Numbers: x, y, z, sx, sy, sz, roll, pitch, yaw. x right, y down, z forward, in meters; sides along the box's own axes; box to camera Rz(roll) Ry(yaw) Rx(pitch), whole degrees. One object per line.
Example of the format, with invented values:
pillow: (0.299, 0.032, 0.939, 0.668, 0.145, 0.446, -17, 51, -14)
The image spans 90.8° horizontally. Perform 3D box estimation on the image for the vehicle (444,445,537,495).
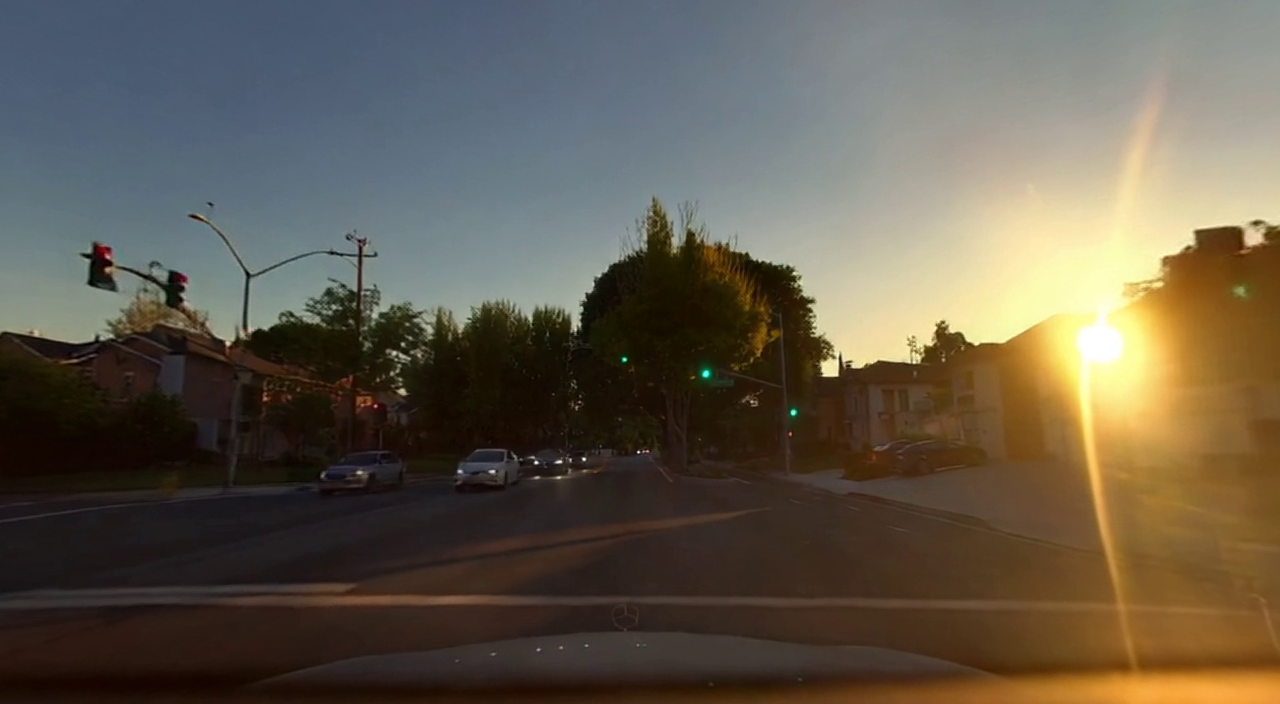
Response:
vehicle: (-4.744, 3.783, 20.748, 2.003, 1.462, 4.220, 0, -8, 0)

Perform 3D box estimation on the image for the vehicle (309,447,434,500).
vehicle: (-8.391, 3.800, 20.262, 1.985, 1.475, 4.383, 0, -8, 1)

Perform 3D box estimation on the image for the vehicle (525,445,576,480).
vehicle: (-4.544, 5.668, 32.710, 1.999, 1.652, 3.962, 0, -8, 1)
